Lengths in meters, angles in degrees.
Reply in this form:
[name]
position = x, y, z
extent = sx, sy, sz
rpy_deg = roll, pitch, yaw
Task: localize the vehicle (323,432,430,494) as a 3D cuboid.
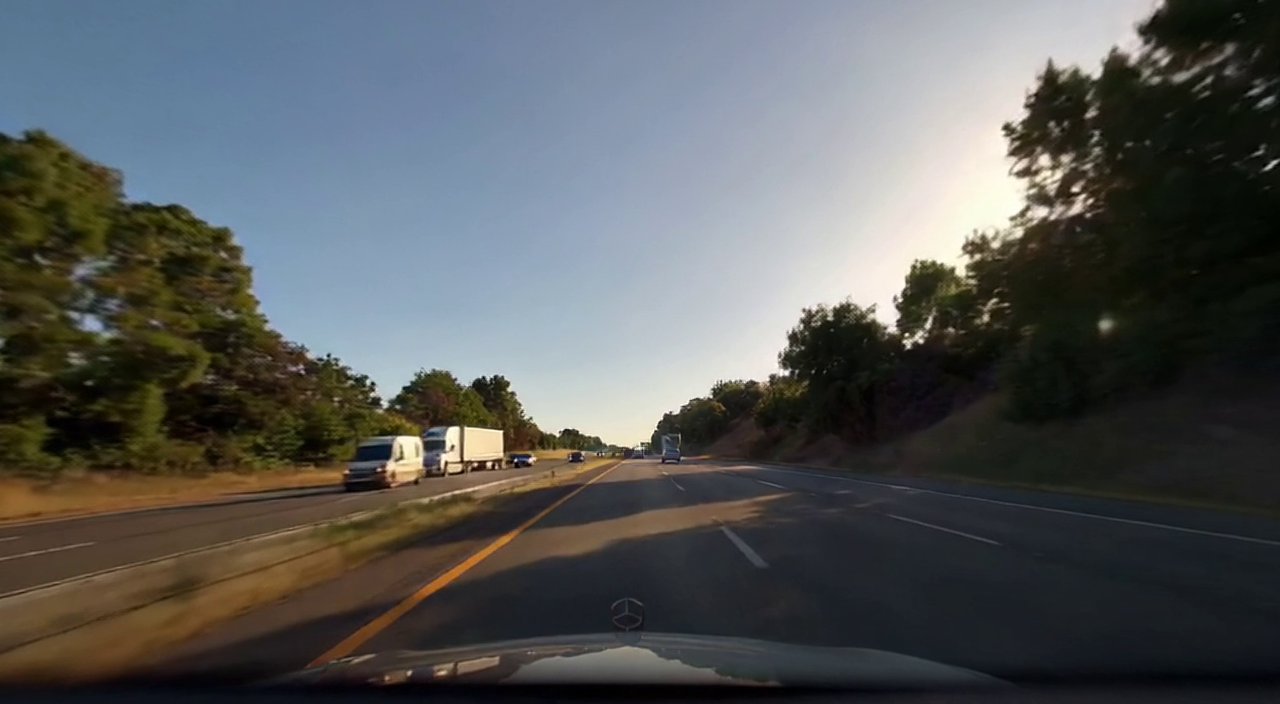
[vehicle]
position = -12.398, 5.254, 30.396
extent = 2.392, 2.623, 6.454
rpy_deg = 0, -9, 0
